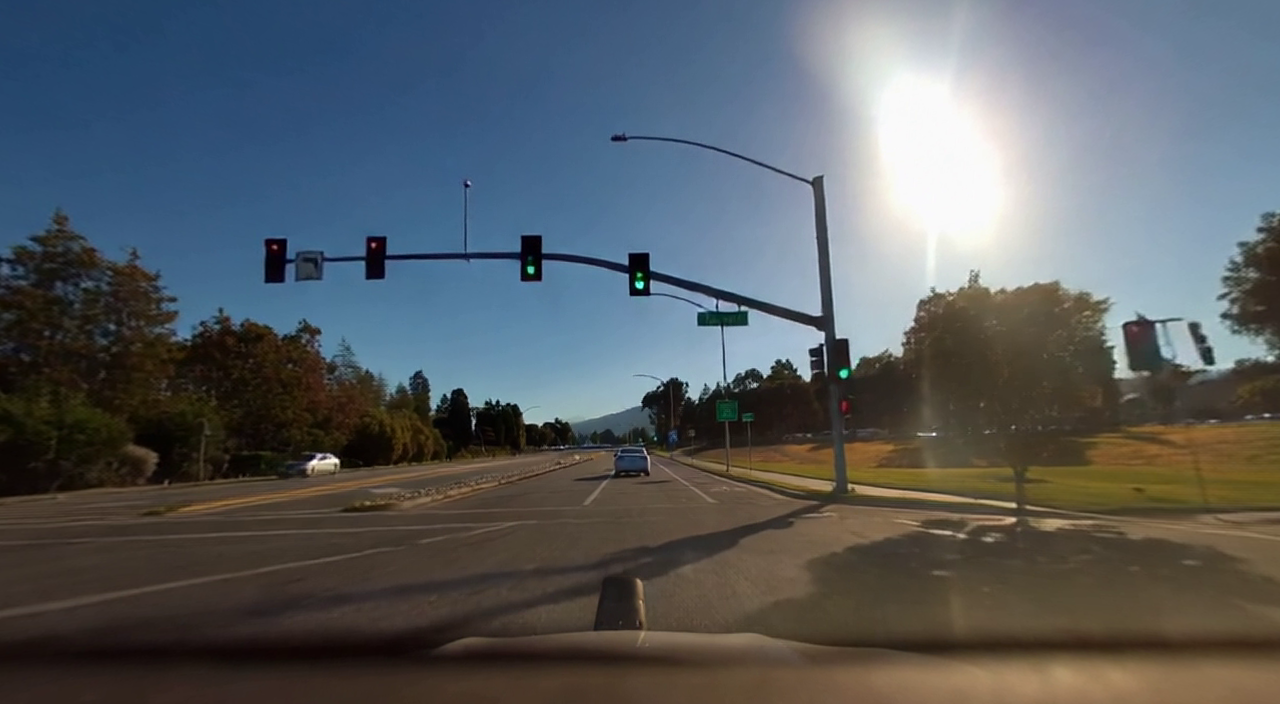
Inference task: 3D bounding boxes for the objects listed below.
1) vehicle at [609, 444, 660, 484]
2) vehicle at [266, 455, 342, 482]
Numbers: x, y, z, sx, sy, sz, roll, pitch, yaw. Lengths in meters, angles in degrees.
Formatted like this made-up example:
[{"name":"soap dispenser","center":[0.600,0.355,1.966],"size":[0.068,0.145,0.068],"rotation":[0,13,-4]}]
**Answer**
[{"name":"vehicle","center":[-0.231,4.587,26.035],"size":[1.954,1.469,3.465],"rotation":[-1,-9,0]},{"name":"vehicle","center":[-20.981,7.306,39.580],"size":[2.175,1.492,4.722],"rotation":[-1,-9,1]}]
